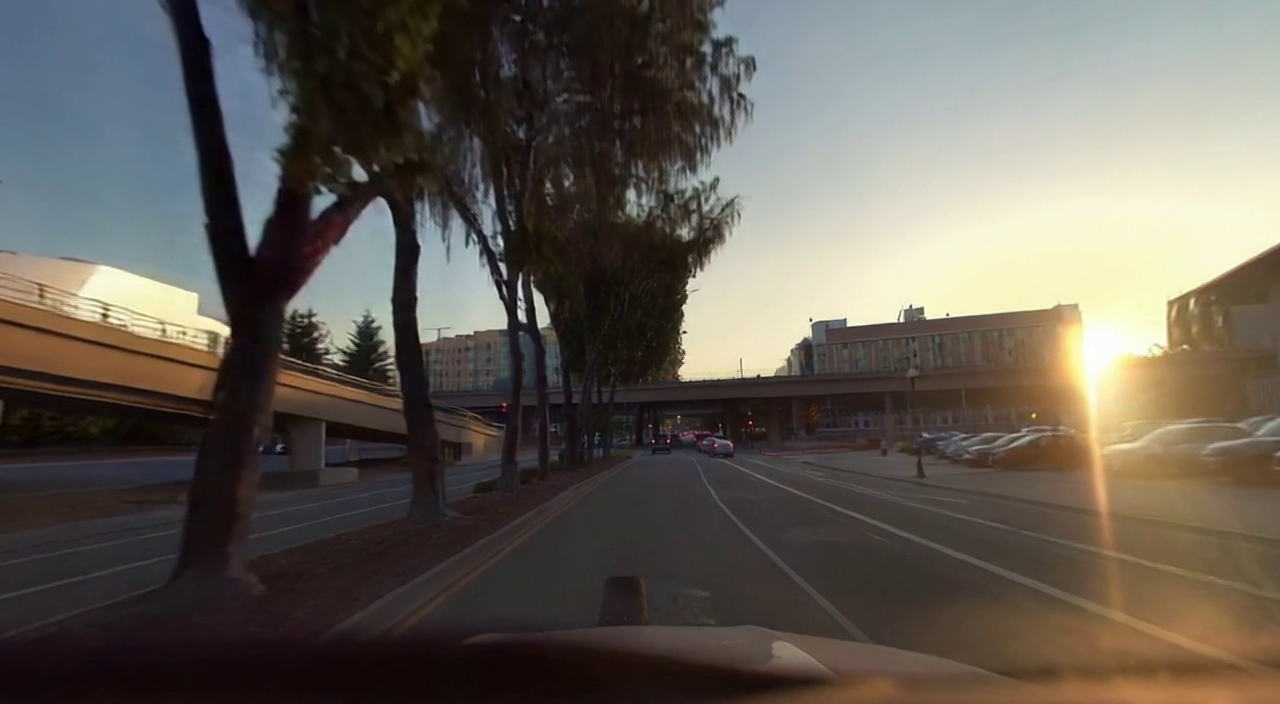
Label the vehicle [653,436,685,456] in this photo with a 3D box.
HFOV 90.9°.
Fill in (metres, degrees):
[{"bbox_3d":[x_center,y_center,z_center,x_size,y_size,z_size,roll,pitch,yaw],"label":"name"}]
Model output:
[{"bbox_3d":[2.250,7.115,47.699,2.280,1.475,4.051,-1,-8,4],"label":"vehicle"}]
